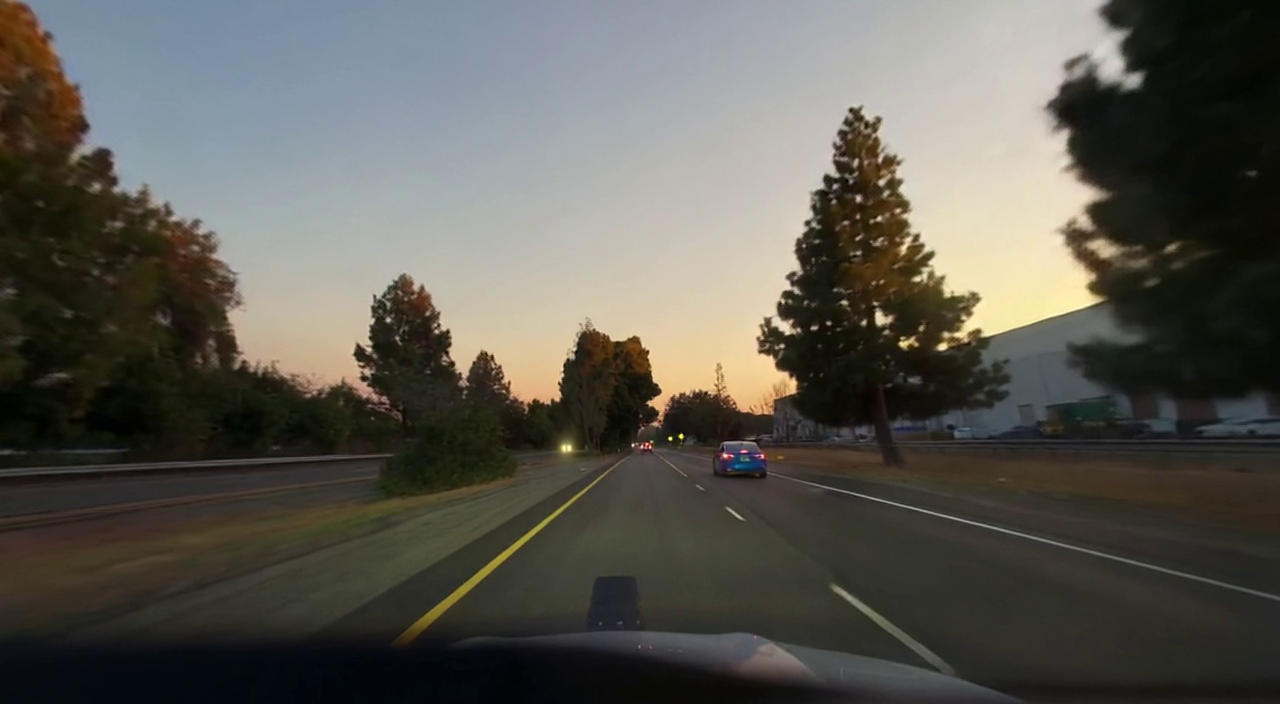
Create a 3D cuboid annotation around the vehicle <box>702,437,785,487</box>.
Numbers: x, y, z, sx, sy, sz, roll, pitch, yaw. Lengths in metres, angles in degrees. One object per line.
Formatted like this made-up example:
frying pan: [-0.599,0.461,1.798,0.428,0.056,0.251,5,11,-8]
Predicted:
vehicle: [3.440,3.739,21.702,2.079,1.531,3.997,0,-8,-1]
